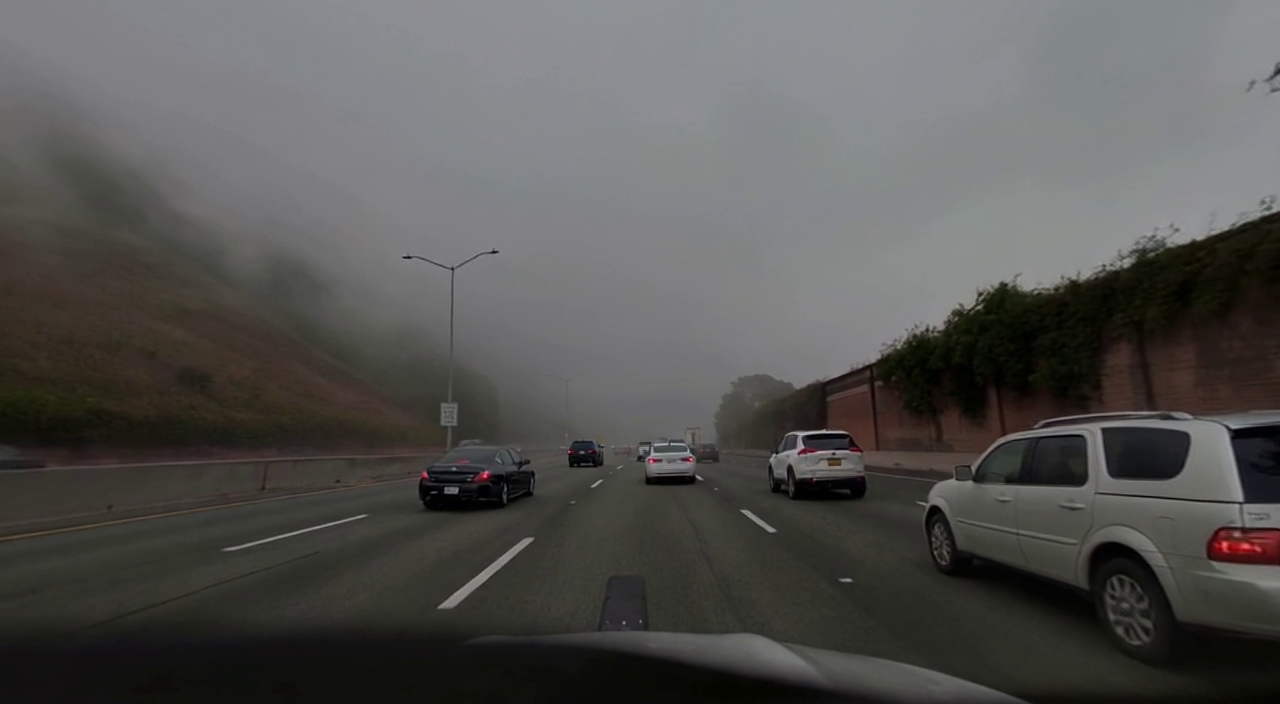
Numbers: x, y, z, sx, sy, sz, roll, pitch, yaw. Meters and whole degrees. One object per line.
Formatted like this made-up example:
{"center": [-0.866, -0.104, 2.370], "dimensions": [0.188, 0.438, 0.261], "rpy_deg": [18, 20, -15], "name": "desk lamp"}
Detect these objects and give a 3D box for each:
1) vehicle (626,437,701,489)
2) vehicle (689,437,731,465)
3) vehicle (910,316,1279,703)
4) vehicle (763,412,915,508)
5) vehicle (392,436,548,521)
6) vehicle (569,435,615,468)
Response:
{"center": [0.659, 3.432, 19.861], "dimensions": [2.105, 1.471, 3.978], "rpy_deg": [0, -8, 0], "name": "vehicle"}
{"center": [3.871, 5.522, 35.322], "dimensions": [1.855, 1.513, 3.915], "rpy_deg": [0, -8, 0], "name": "vehicle"}
{"center": [3.765, 0.992, 4.294], "dimensions": [1.930, 1.831, 4.344], "rpy_deg": [0, -8, 0], "name": "vehicle"}
{"center": [4.322, 2.434, 14.621], "dimensions": [1.970, 1.872, 4.575], "rpy_deg": [0, -8, -1], "name": "vehicle"}
{"center": [-3.302, 2.526, 13.234], "dimensions": [1.961, 1.456, 4.362], "rpy_deg": [0, -8, 1], "name": "vehicle"}
{"center": [-2.748, 5.822, 37.049], "dimensions": [2.154, 1.793, 4.736], "rpy_deg": [0, -8, 2], "name": "vehicle"}
